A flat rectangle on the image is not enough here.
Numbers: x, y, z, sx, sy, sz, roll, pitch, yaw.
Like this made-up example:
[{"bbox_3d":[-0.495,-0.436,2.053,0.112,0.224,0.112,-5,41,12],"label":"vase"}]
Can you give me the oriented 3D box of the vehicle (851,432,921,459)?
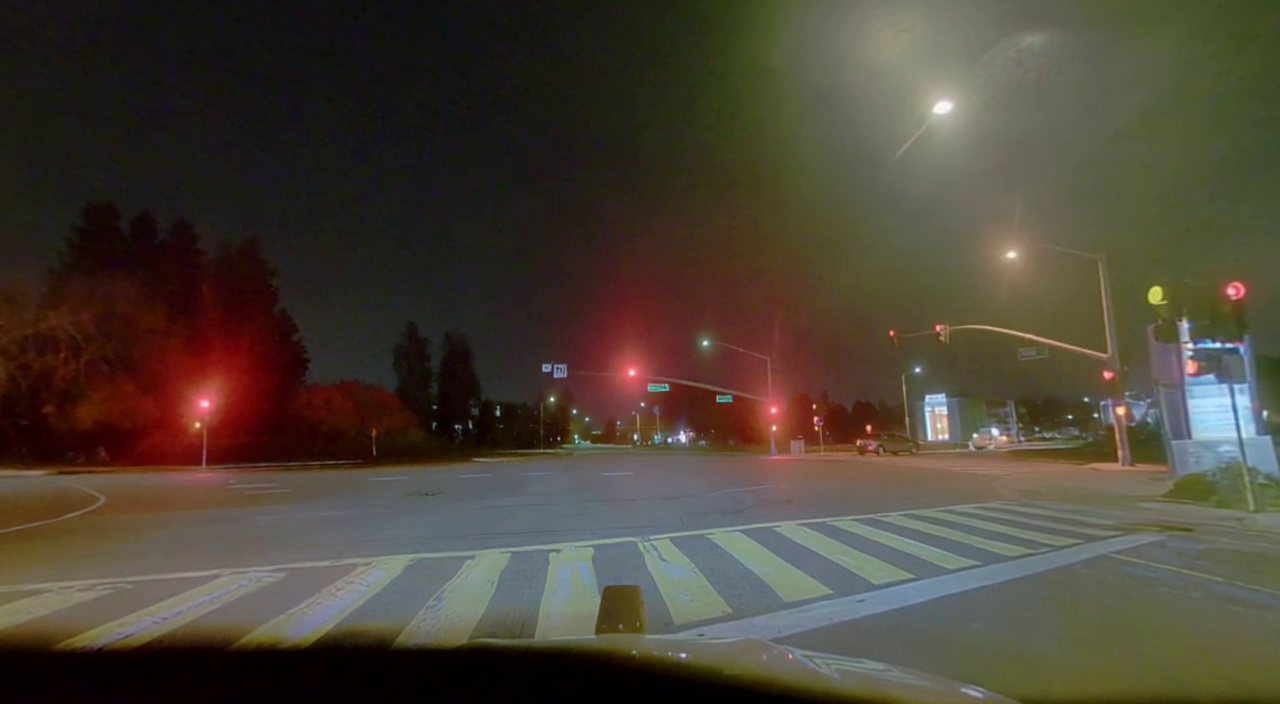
[{"bbox_3d":[17.611,6.701,45.254,4.600,1.783,1.970,4,-10,-26],"label":"vehicle"}]
